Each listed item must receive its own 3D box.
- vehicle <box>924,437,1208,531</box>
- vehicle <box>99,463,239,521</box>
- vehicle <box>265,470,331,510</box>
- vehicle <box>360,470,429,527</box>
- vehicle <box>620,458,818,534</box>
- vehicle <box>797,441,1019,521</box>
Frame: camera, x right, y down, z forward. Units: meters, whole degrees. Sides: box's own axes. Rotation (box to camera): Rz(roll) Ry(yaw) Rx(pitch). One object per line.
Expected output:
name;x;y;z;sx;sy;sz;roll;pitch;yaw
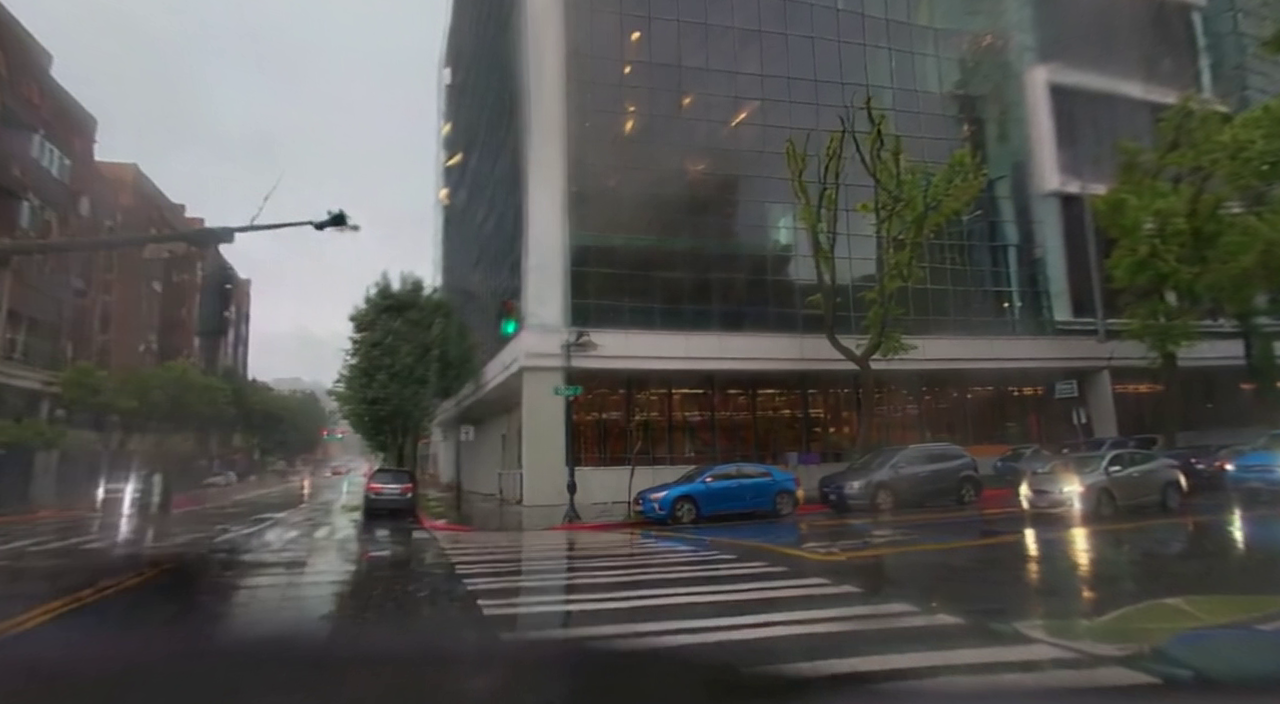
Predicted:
vehicle;8.359;2.506;12.470;4.888;1.558;2.017;3;-10;-20
vehicle;-20.130;5.934;27.543;2.810;2.036;6.550;3;-10;-18
vehicle;-16.564;6.675;30.822;2.025;1.625;4.596;3;-10;-19
vehicle;-9.553;5.634;24.812;2.174;1.780;5.051;3;-10;-19
vehicle;2.047;3.784;16.690;4.705;1.732;1.996;3;-15;-21
vehicle;8.058;3.775;19.030;6.107;2.086;2.348;3;-10;-21
